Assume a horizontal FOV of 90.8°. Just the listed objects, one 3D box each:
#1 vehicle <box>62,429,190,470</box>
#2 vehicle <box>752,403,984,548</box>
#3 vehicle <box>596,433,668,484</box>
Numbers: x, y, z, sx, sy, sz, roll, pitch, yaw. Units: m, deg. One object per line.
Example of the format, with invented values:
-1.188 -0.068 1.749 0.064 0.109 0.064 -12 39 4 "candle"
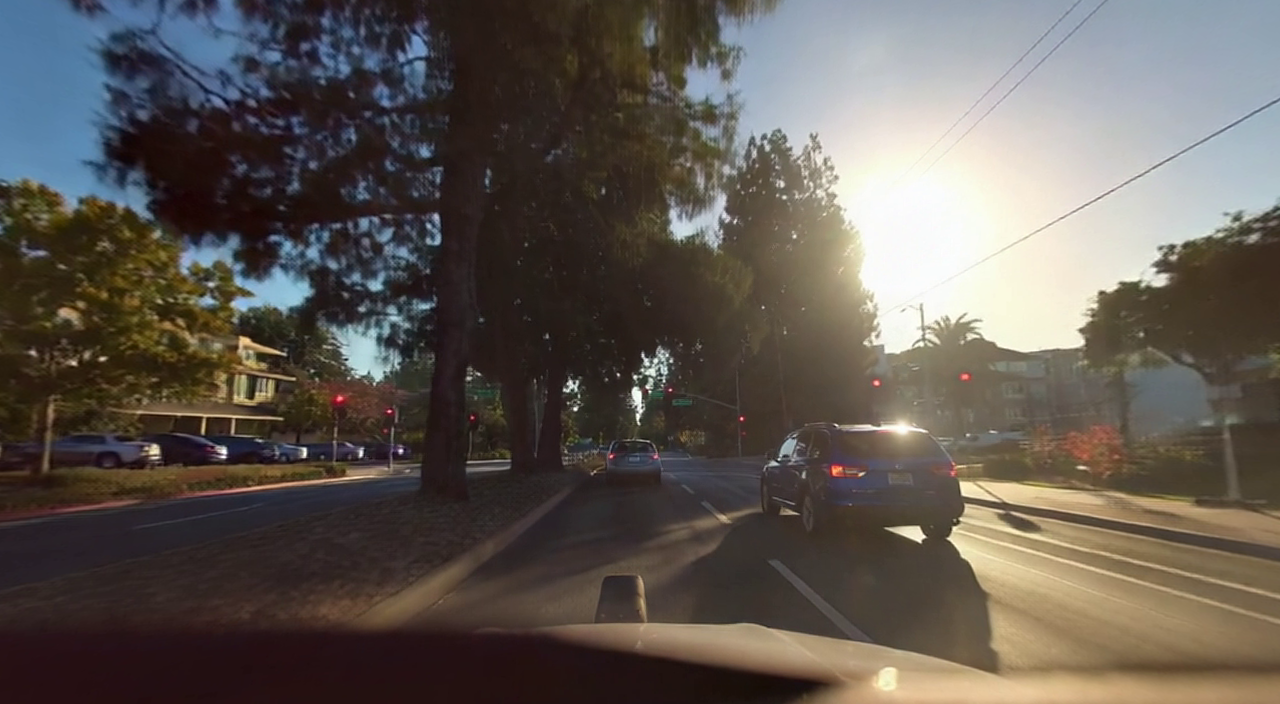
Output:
-29.025 5.536 35.970 5.335 2.076 2.209 4 -10 -33 "vehicle"
3.191 1.848 10.009 2.046 1.768 4.370 0 -9 0 "vehicle"
-0.261 3.565 21.385 2.177 1.512 4.682 0 -9 -1 "vehicle"
